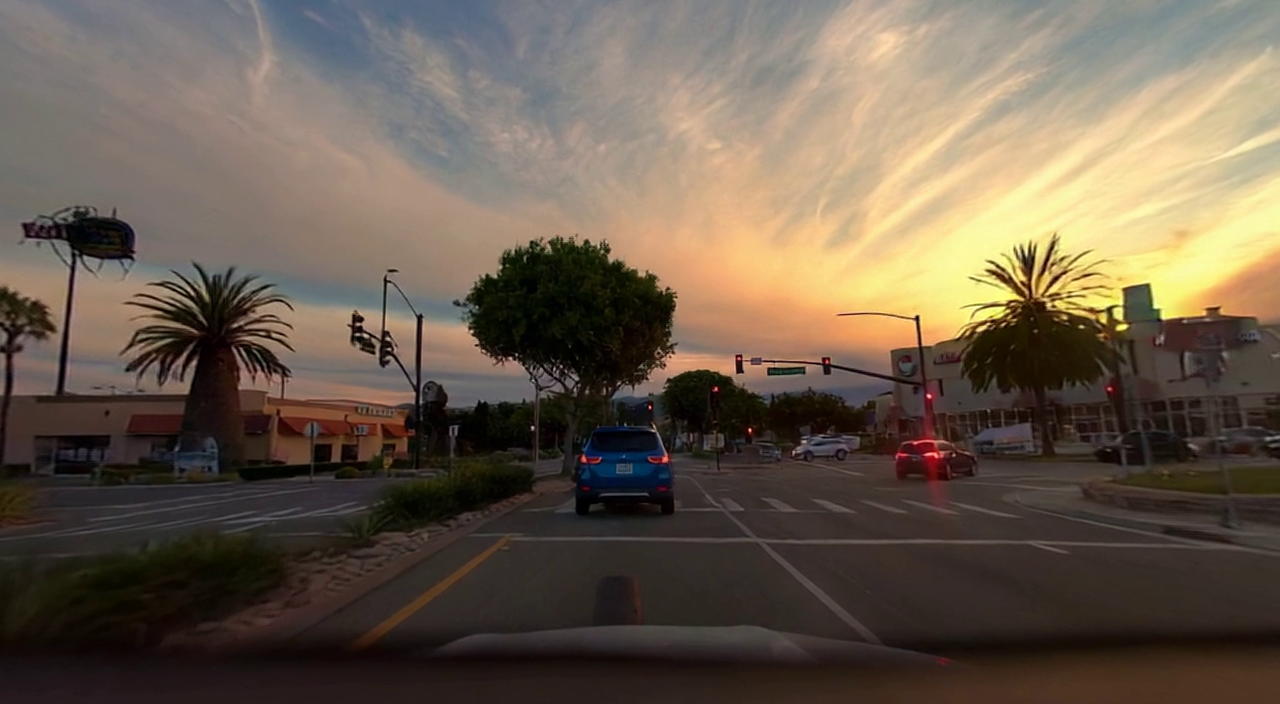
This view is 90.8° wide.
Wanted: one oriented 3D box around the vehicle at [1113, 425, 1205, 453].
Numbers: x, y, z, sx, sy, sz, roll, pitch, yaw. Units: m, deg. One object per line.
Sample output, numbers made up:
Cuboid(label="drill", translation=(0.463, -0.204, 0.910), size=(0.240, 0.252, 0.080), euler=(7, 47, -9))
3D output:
Cuboid(label="vehicle", translation=(32.305, 5.444, 39.485), size=(4.167, 1.655, 1.841), euler=(-5, -10, 32))

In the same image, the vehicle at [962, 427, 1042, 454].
Cuboid(label="vehicle", translation=(25.294, 6.190, 44.205), size=(4.641, 1.778, 1.958), euler=(-6, -10, 33))

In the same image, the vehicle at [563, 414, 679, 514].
Cuboid(label="vehicle", translation=(-0.312, 2.545, 14.812), size=(2.263, 1.932, 4.709), euler=(0, -8, 2))

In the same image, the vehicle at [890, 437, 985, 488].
Cuboid(label="vehicle", translation=(10.592, 3.831, 22.316), size=(2.086, 1.560, 4.542), euler=(-6, -10, 36))
